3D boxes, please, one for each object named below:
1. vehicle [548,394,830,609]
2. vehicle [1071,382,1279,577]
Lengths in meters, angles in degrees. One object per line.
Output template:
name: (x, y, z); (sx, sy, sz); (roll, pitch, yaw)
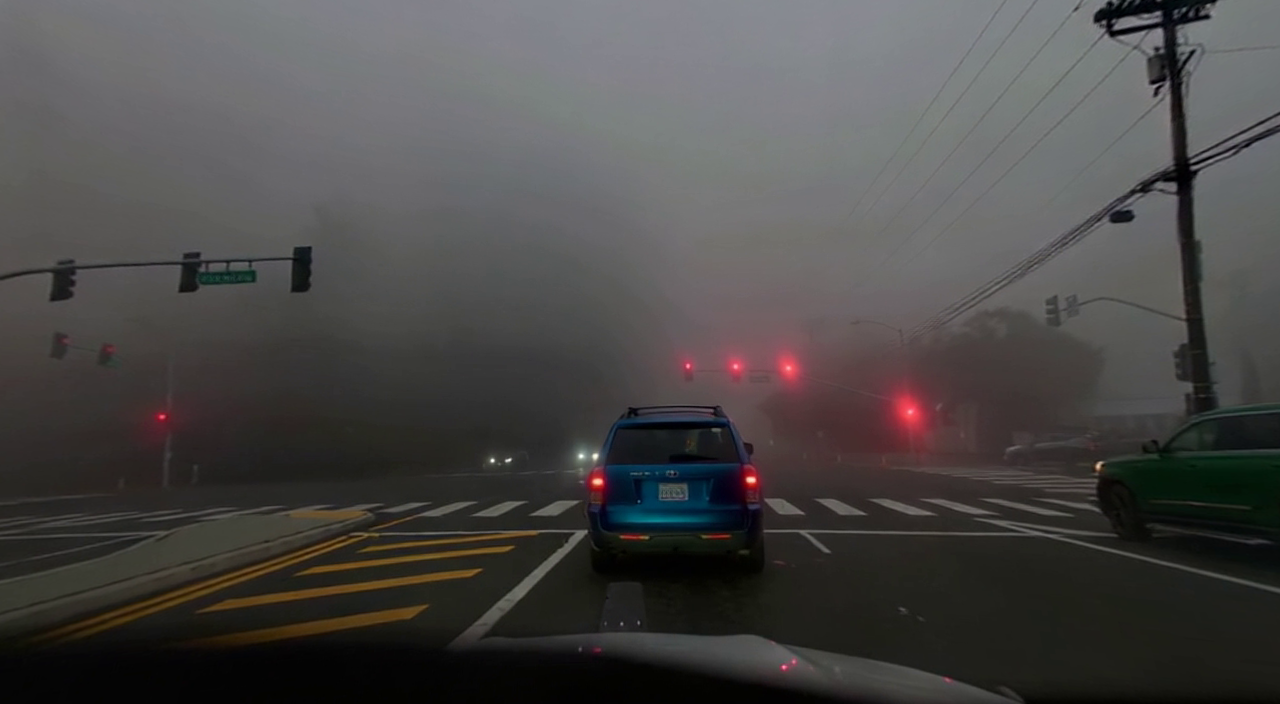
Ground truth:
vehicle: (0.479, 1.541, 7.351); (2.285, 1.729, 4.252); (-1, -9, 3)
vehicle: (7.143, 1.292, 6.575); (2.119, 1.827, 4.806); (-1, -9, 4)
